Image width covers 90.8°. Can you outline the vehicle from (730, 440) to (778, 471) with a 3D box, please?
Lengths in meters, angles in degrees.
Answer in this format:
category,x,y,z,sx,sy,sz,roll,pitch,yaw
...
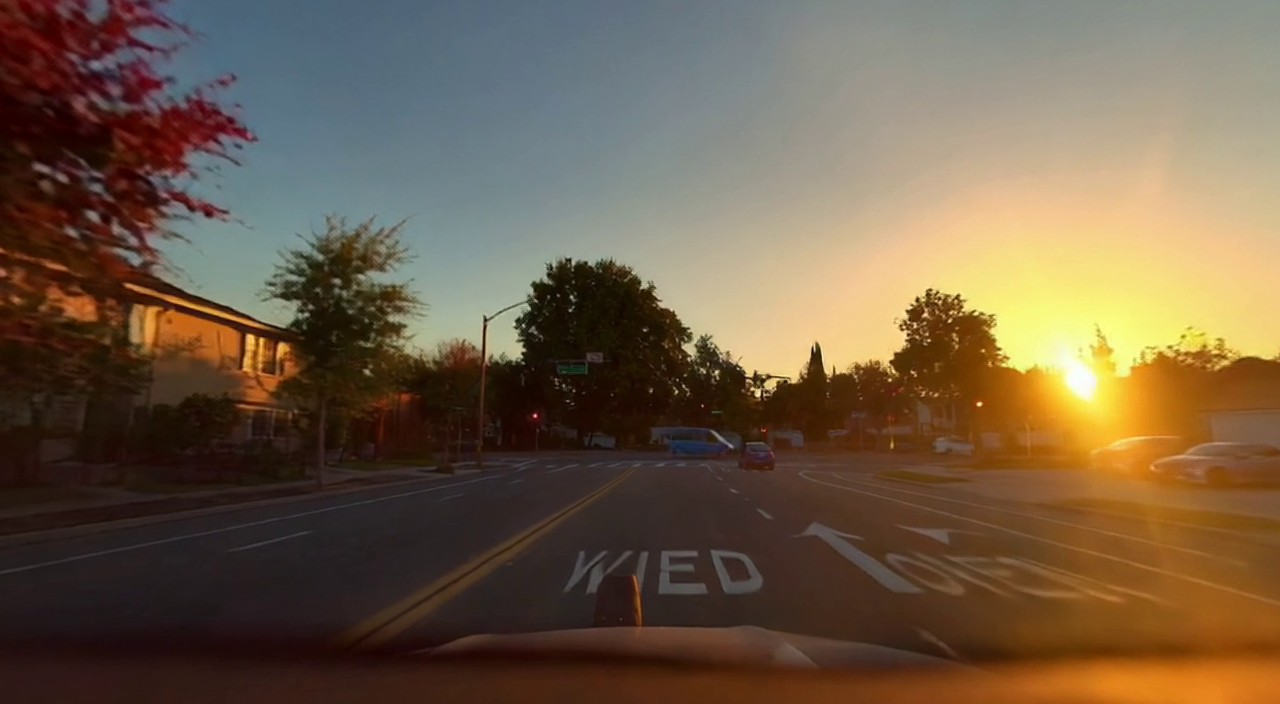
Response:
category,x,y,z,sx,sy,sz,roll,pitch,yaw
vehicle,5.952,5.455,33.428,1.947,1.485,4.336,-1,-8,3

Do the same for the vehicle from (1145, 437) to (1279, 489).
category,x,y,z,sx,sy,sz,roll,pitch,yaw
vehicle,17.983,3.279,18.857,4.104,1.449,1.896,-1,-8,2
